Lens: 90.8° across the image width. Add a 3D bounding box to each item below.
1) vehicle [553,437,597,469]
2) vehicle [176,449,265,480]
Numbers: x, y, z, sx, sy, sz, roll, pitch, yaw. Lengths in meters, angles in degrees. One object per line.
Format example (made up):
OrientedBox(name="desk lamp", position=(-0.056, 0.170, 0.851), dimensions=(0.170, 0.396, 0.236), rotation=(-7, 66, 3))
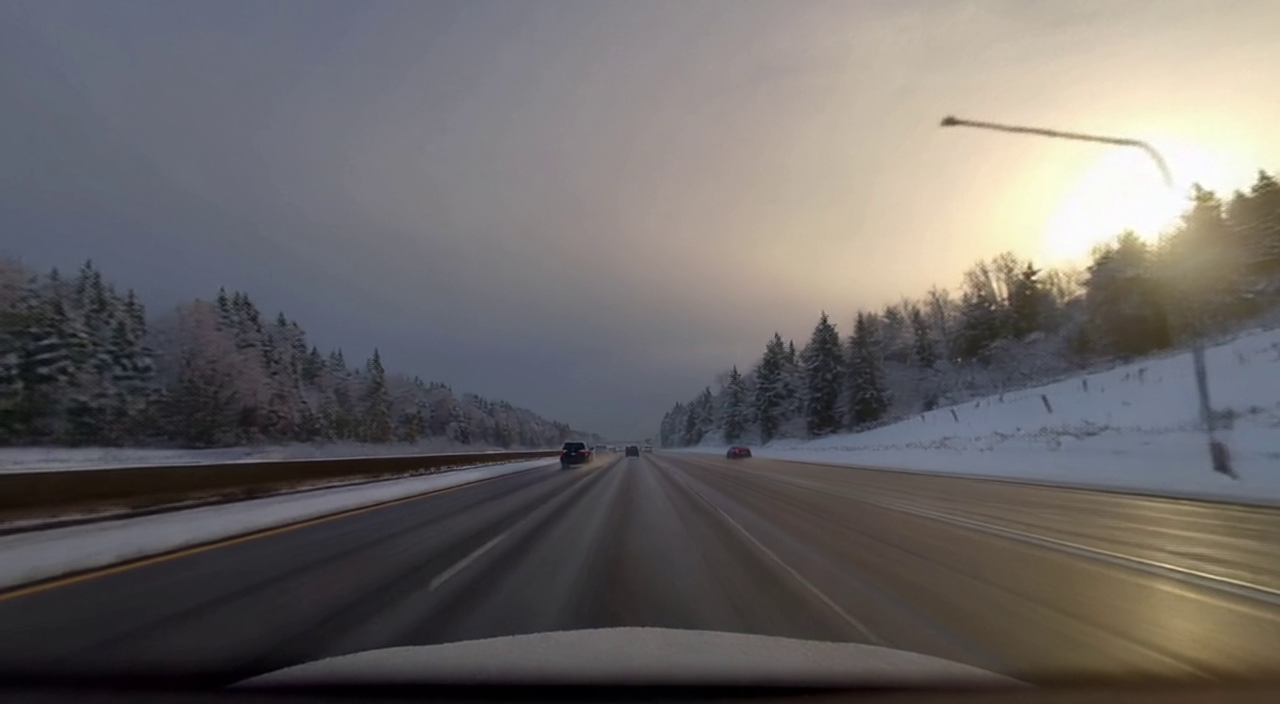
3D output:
OrientedBox(name="vehicle", position=(-3.819, 6.055, 37.913), dimensions=(2.114, 1.774, 4.427), rotation=(0, -9, 0))
OrientedBox(name="vehicle", position=(-29.083, 7.784, 44.105), dimensions=(2.191, 1.939, 5.830), rotation=(0, -9, 0))
